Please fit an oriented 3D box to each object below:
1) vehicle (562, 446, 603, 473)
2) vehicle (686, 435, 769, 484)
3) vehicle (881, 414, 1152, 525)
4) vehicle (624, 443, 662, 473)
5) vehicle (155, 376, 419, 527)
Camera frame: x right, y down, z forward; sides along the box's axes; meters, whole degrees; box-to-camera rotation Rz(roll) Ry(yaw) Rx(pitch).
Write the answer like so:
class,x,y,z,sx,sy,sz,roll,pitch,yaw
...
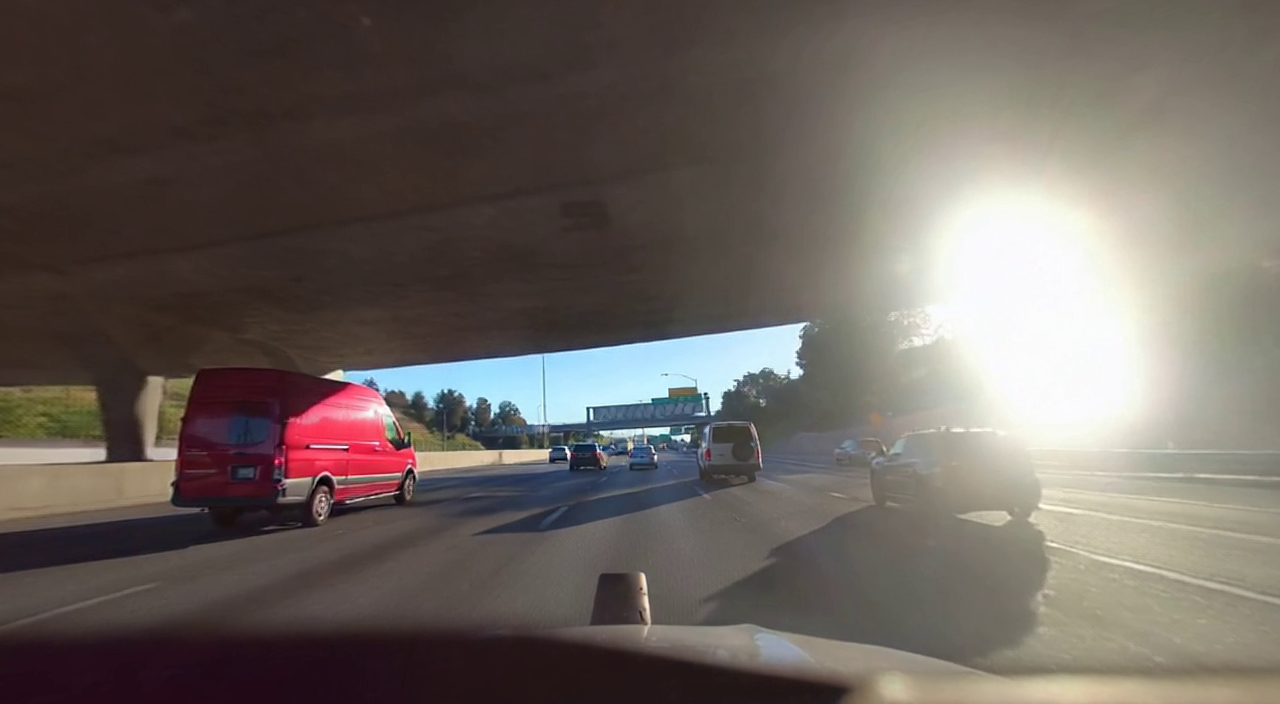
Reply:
class,x,y,z,sx,sy,sz,roll,pitch,yaw
vehicle,-3.341,6.340,37.415,1.970,1.483,4.071,0,-9,1
vehicle,3.645,4.641,27.556,2.777,1.895,5.710,0,-9,0
vehicle,7.468,2.416,13.569,2.304,1.840,5.706,0,-9,0
vehicle,0.165,6.166,36.837,2.115,1.617,4.102,0,-9,0
vehicle,-7.544,2.275,14.720,2.336,2.708,6.421,0,-9,1
